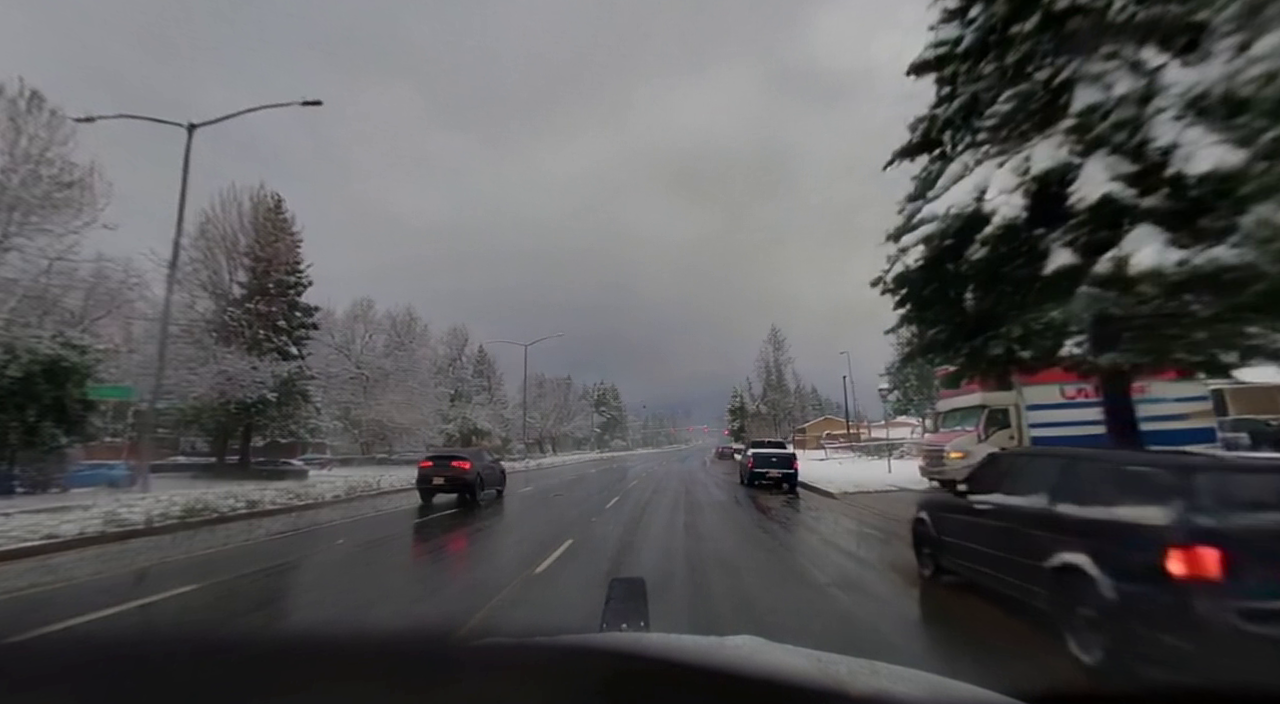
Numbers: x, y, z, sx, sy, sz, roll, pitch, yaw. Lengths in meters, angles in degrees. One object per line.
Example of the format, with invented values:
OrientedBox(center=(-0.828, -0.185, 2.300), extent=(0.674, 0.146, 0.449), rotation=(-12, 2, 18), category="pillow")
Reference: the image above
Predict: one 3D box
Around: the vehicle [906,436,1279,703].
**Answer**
OrientedBox(center=(3.790, 1.356, 4.651), extent=(1.849, 1.393, 4.377), rotation=(0, -8, 2), category="vehicle")

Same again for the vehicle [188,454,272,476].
OrientedBox(center=(-28.976, 7.999, 44.697), extent=(4.481, 1.441, 1.960), rotation=(2, -9, -8), category="vehicle")

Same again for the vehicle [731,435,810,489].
OrientedBox(center=(4.547, 3.901, 22.700), extent=(2.064, 1.697, 4.718), rotation=(0, -8, 3), category="vehicle")

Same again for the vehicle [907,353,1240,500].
OrientedBox(center=(11.701, 2.044, 17.434), extent=(7.138, 3.310, 2.943), rotation=(-2, -9, -10), category="vehicle")

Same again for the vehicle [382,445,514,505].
OrientedBox(center=(-5.256, 3.403, 18.050), extent=(2.060, 1.473, 4.645), rotation=(0, -8, 4), category="vehicle")

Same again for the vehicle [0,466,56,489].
OrientedBox(center=(-43.083, 8.623, 43.024), extent=(4.227, 1.397, 1.828), rotation=(-1, -10, -12), category="vehicle")
